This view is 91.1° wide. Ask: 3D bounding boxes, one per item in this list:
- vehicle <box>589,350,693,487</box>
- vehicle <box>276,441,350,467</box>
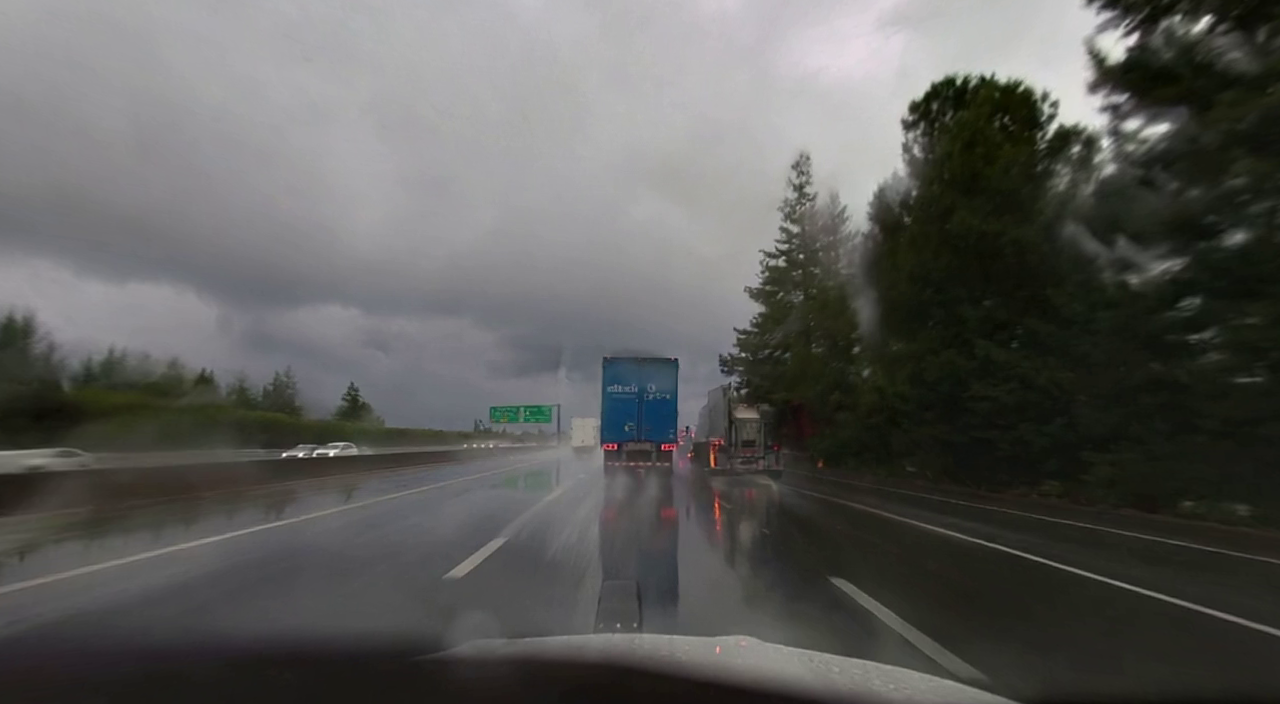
[{"bbox_3d":[-0.102,2.517,22.816,2.920,3.860,10.035,0,-8,-2],"label":"vehicle"},{"bbox_3d":[-22.024,6.880,42.694,1.947,1.556,5.825,0,-8,0],"label":"vehicle"}]
